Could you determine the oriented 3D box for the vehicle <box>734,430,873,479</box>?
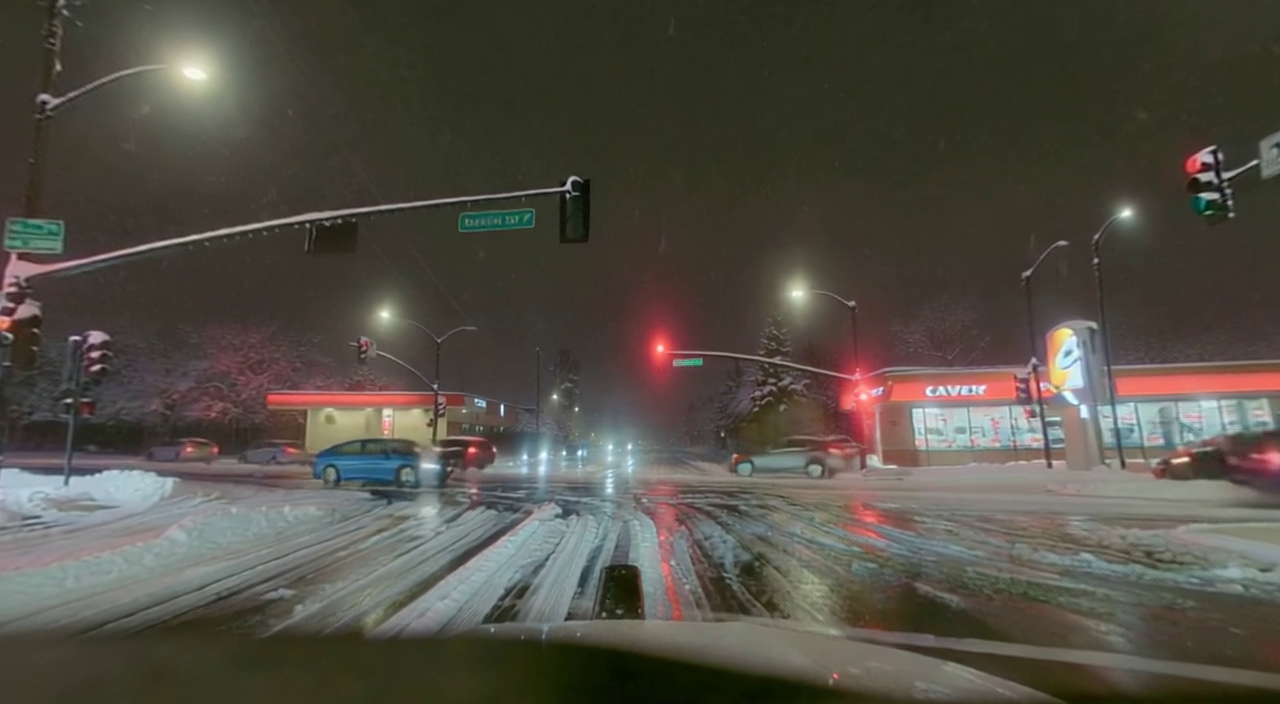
[{"bbox_3d":[5.959,3.733,23.127,4.568,1.643,1.911,-4,-10,26],"label":"vehicle"}]

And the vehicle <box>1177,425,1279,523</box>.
[{"bbox_3d":[11.761,1.879,9.799,4.806,1.482,1.862,-5,-10,26],"label":"vehicle"}]

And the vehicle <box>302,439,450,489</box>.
[{"bbox_3d":[-8.654,3.606,20.611,4.670,1.458,1.959,-5,-10,30],"label":"vehicle"}]

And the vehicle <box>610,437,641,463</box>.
[{"bbox_3d":[-1.118,7.125,46.038,2.083,1.764,5.011,0,-9,-3],"label":"vehicle"}]

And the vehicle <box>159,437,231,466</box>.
[{"bbox_3d":[-28.632,6.384,40.629,4.311,1.742,1.864,-5,-10,27],"label":"vehicle"}]

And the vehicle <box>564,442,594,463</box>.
[{"bbox_3d":[-4.596,7.655,48.143,2.003,1.481,4.091,0,-9,-2],"label":"vehicle"}]

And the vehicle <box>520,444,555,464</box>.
[{"bbox_3d":[-7.939,7.893,49.136,2.079,1.491,4.045,0,-9,-1],"label":"vehicle"}]

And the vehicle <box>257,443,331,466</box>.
[{"bbox_3d":[-22.864,6.761,41.687,4.801,1.466,1.830,-5,-10,27],"label":"vehicle"}]
